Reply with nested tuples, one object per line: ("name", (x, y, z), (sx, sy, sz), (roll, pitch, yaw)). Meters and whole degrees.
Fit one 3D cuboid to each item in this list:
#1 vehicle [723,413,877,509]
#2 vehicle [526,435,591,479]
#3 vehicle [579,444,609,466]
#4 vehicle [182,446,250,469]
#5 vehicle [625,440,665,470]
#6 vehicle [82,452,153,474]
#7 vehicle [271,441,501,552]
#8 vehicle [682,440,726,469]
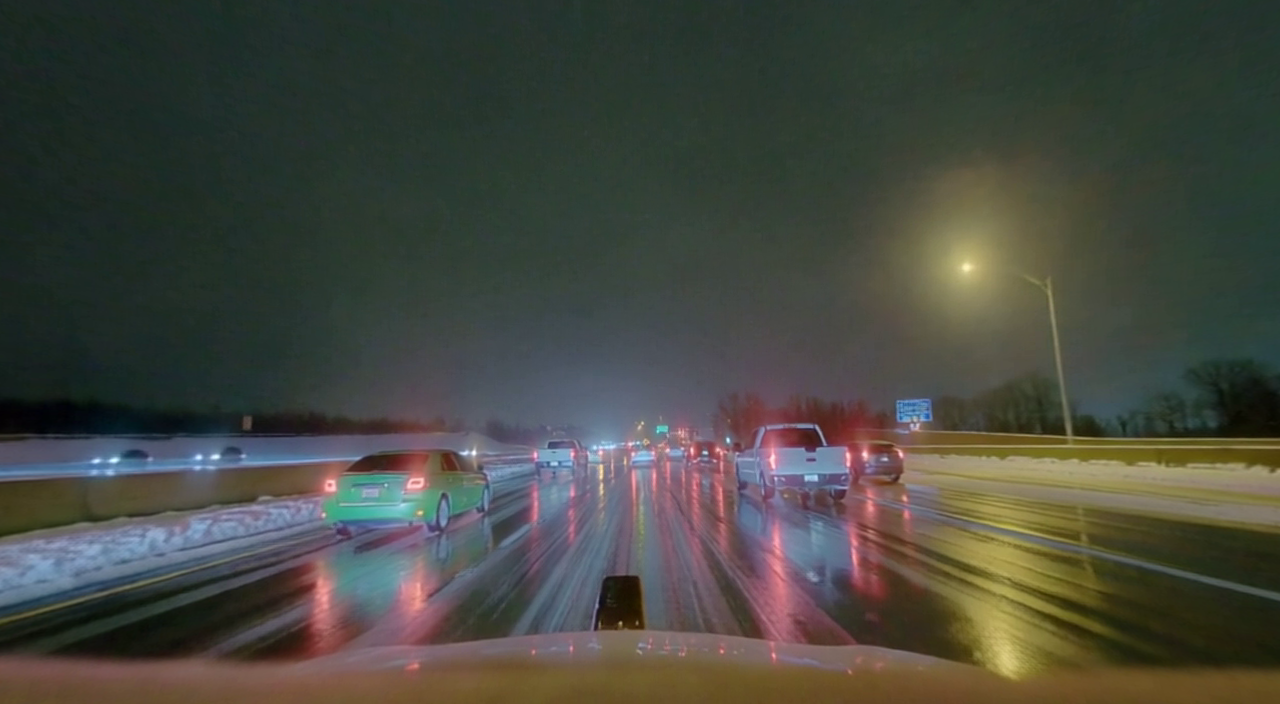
("vehicle", (3.649, 2.646, 15.712), (2.340, 1.925, 5.529), (0, -9, -1))
("vehicle", (-3.562, 4.732, 28.640), (2.176, 1.783, 4.799), (0, -9, 2))
("vehicle", (-3.318, 7.495, 45.858), (1.907, 1.484, 3.954), (0, -9, 0))
("vehicle", (-30.770, 7.660, 45.880), (1.875, 1.542, 4.486), (0, -9, 0))
("vehicle", (0.248, 5.836, 35.755), (2.147, 1.572, 4.094), (0, -9, 0))
("vehicle", (-38.265, 8.102, 46.225), (1.751, 1.485, 4.008), (0, -9, 0))
("vehicle", (-3.797, 2.209, 10.388), (1.947, 1.424, 4.264), (0, -9, 1))
("vehicle", (3.832, 6.244, 38.423), (2.145, 1.636, 4.437), (1, -9, -1))
